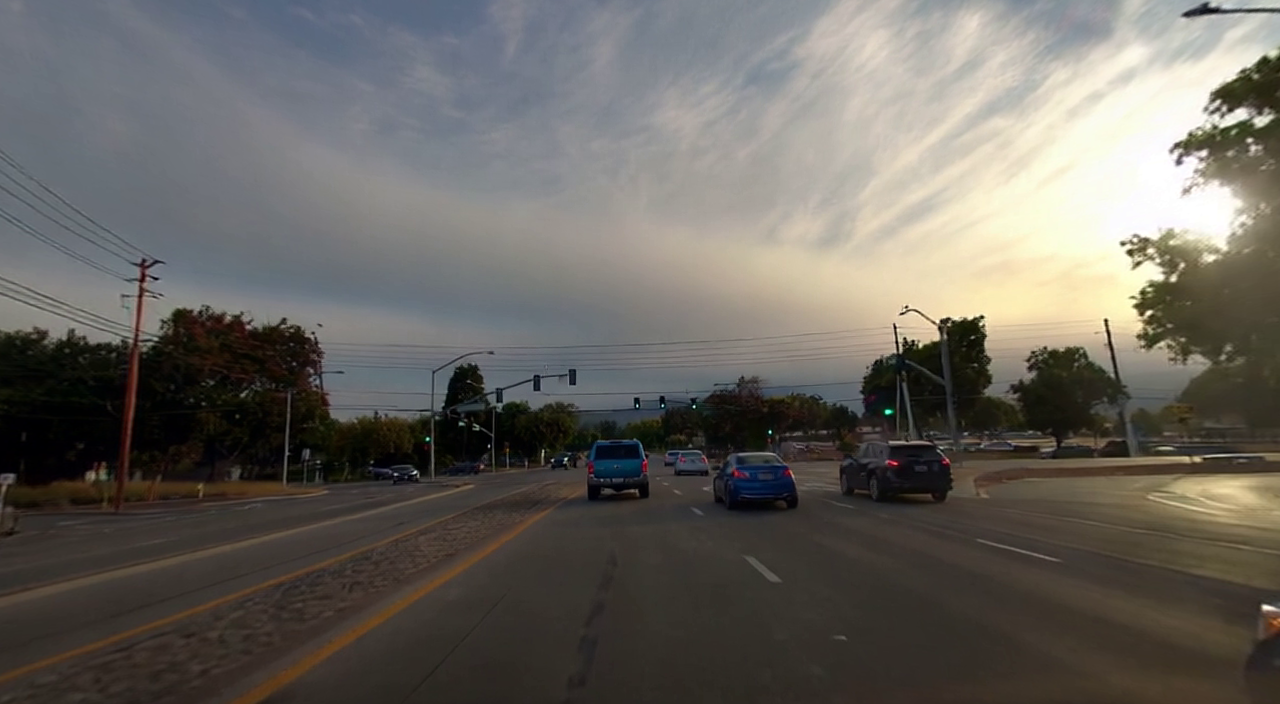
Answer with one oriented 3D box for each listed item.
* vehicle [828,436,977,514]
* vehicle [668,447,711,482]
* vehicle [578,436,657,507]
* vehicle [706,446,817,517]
[{"bbox_3d":[6.652,3.144,16.650,1.929,1.753,4.396,0,-9,-2],"label":"vehicle"},{"bbox_3d":[2.672,6.185,35.005,1.915,1.765,4.047,0,-9,-2],"label":"vehicle"},{"bbox_3d":[-0.685,3.724,20.120,2.231,1.998,4.254,0,-9,-1],"label":"vehicle"},{"bbox_3d":[2.994,3.281,16.592,1.880,1.579,4.401,0,-9,-2],"label":"vehicle"}]
